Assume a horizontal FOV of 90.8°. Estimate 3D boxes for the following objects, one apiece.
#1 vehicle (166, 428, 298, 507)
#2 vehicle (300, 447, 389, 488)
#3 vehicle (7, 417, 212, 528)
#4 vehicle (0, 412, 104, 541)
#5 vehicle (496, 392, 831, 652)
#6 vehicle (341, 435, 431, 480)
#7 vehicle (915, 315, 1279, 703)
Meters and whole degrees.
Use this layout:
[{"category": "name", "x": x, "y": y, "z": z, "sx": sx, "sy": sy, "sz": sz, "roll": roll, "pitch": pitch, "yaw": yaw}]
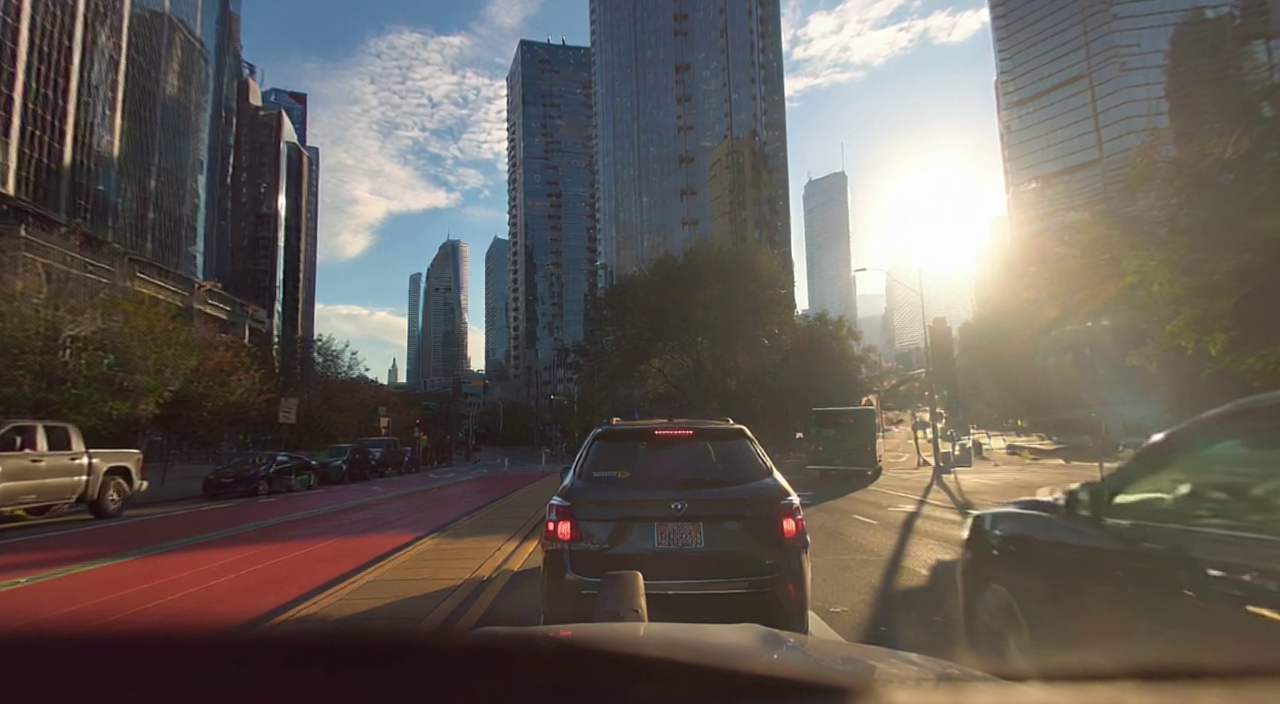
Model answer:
[{"category": "vehicle", "x": -11.227, "y": 3.166, "z": 17.674, "sx": 1.559, "sy": 1.973, "sz": 3.419, "roll": 1, "pitch": -9, "yaw": -5}, {"category": "vehicle", "x": -11.587, "y": 4.500, "z": 25.092, "sx": 1.791, "sy": 1.463, "sz": 4.210, "roll": 0, "pitch": -9, "yaw": -4}, {"category": "vehicle", "x": -10.872, "y": 2.456, "z": 13.302, "sx": 1.482, "sy": 2.019, "sz": 3.297, "roll": 0, "pitch": -9, "yaw": -4}, {"category": "vehicle", "x": -10.497, "y": 1.918, "z": 9.756, "sx": 1.543, "sy": 1.946, "sz": 3.454, "roll": 1, "pitch": -9, "yaw": -6}, {"category": "vehicle", "x": 0.200, "y": 1.427, "z": 6.311, "sx": 2.192, "sy": 1.695, "sz": 4.142, "roll": 0, "pitch": -8, "yaw": 1}, {"category": "vehicle", "x": -12.094, "y": 5.064, "z": 30.603, "sx": 2.338, "sy": 1.963, "sz": 5.740, "roll": 0, "pitch": -9, "yaw": -4}, {"category": "vehicle", "x": 2.864, "y": 0.723, "z": 1.598, "sx": 2.097, "sy": 1.697, "sz": 5.065, "roll": 0, "pitch": -8, "yaw": 1}]
